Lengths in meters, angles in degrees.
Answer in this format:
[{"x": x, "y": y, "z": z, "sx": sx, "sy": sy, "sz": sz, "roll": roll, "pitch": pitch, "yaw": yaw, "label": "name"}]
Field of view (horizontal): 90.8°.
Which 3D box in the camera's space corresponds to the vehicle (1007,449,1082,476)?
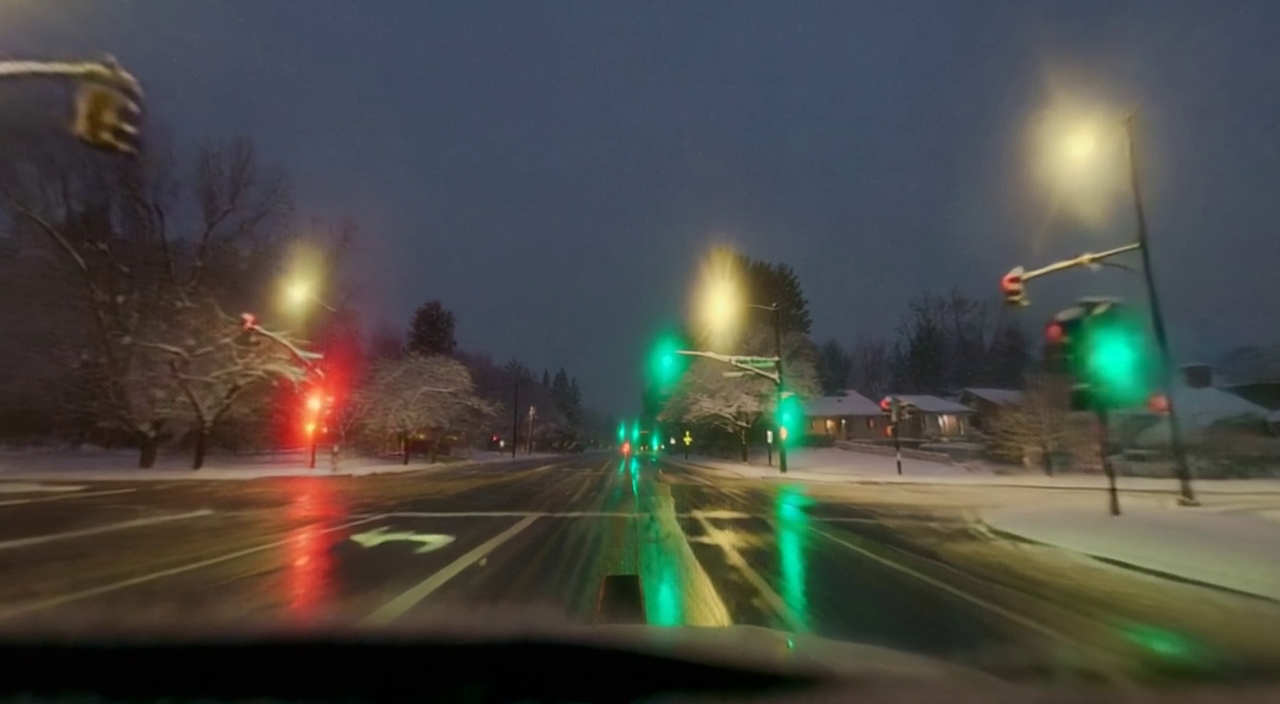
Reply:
[{"x": 26.740, "y": 7.283, "z": 41.771, "sx": 3.878, "sy": 1.462, "sz": 1.783, "roll": 4, "pitch": -7, "yaw": -5, "label": "vehicle"}]
